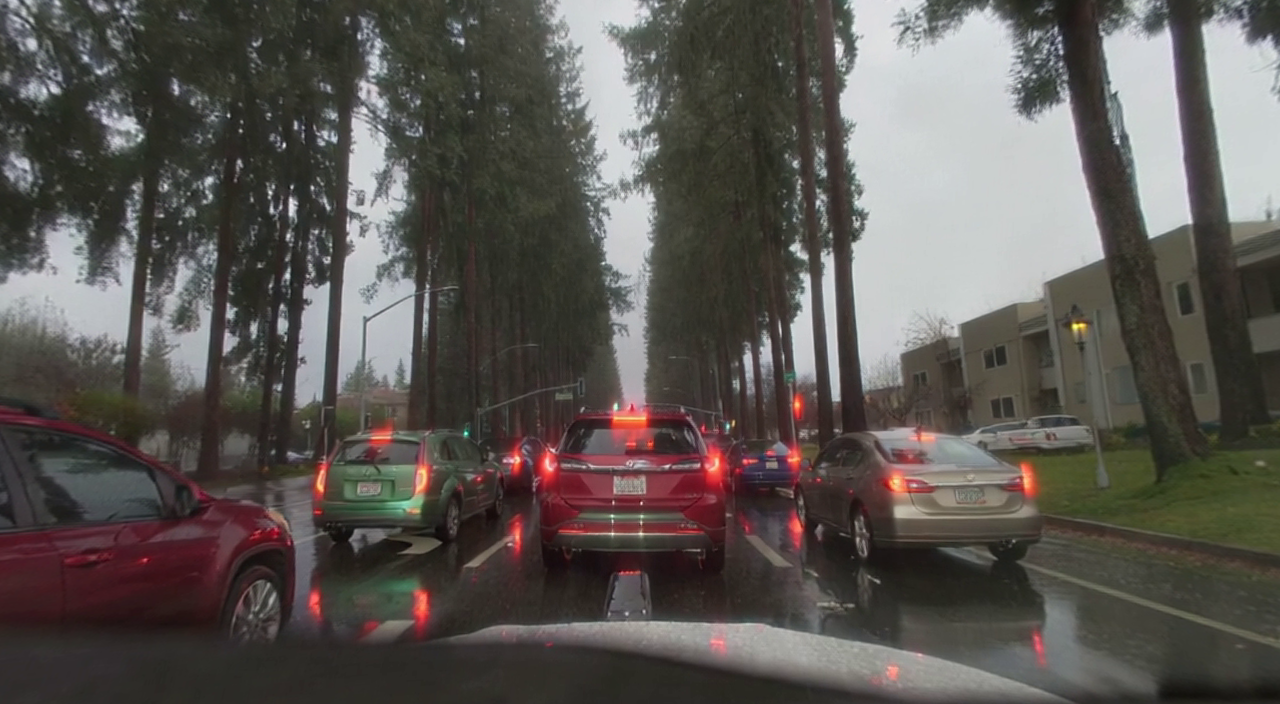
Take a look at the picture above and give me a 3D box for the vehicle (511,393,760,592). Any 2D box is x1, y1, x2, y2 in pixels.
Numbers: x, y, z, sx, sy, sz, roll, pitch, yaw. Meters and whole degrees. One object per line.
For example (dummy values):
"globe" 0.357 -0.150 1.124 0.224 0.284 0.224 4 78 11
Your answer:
"vehicle" -0.009 1.535 7.653 2.193 1.744 4.033 0 -8 1

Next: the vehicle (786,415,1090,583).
"vehicle" 3.259 1.668 7.862 1.922 1.579 3.642 0 -8 -1

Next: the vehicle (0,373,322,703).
"vehicle" -3.788 0.992 3.285 1.929 1.641 4.193 0 -8 2

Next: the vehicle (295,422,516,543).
"vehicle" -3.657 2.110 10.856 2.042 1.641 4.314 0 -8 1
